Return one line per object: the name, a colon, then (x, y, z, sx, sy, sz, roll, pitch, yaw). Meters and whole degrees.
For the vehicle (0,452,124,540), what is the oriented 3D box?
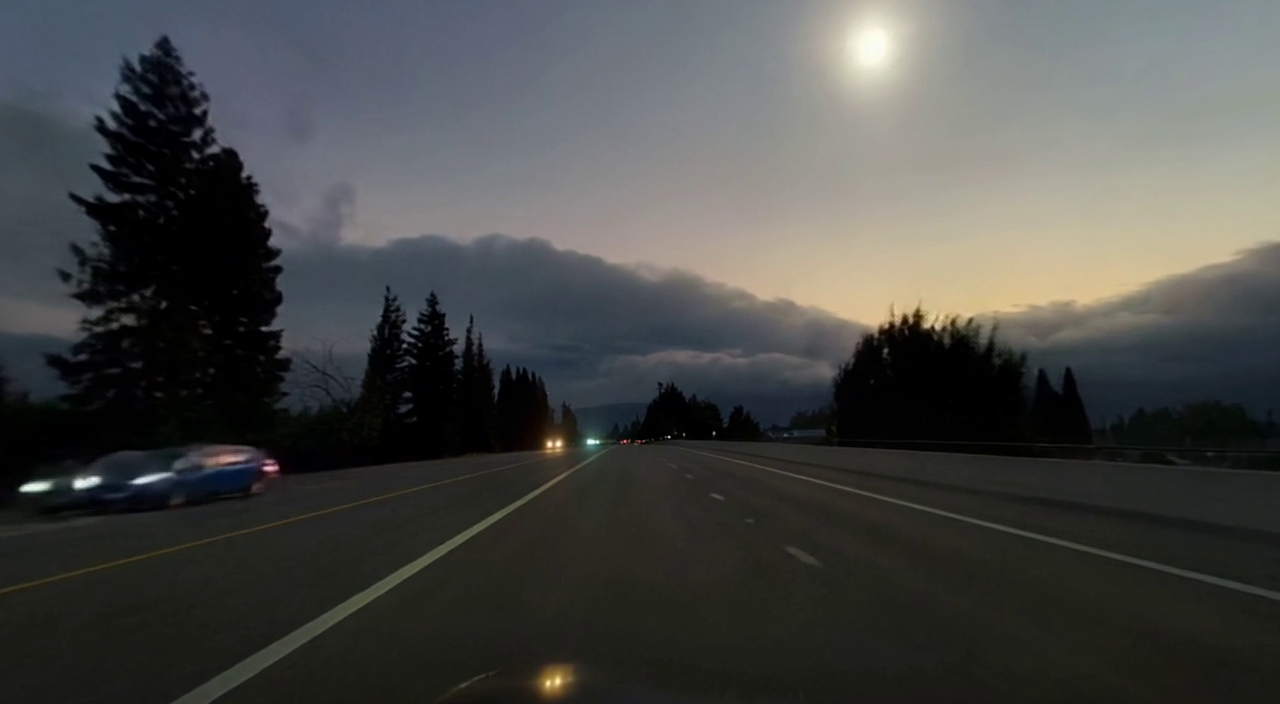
vehicle: (-12.063, 2.563, 11.193, 1.946, 1.467, 4.602, 0, -8, -1)
